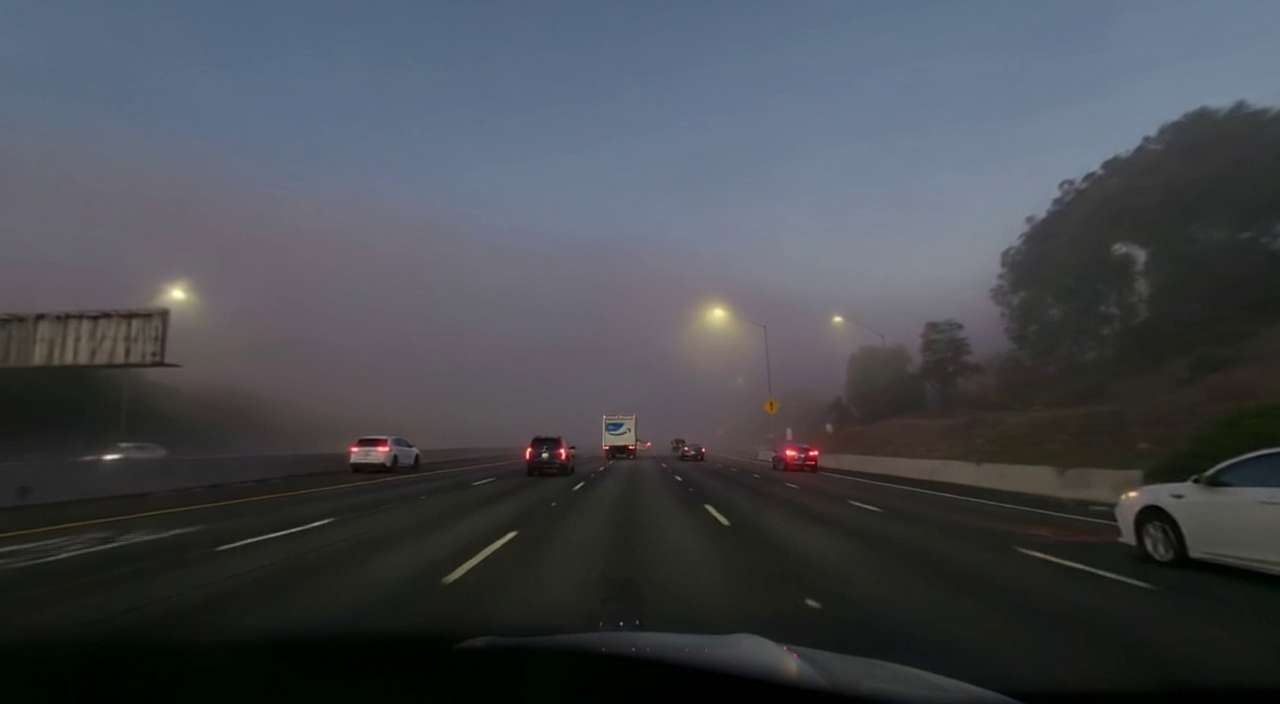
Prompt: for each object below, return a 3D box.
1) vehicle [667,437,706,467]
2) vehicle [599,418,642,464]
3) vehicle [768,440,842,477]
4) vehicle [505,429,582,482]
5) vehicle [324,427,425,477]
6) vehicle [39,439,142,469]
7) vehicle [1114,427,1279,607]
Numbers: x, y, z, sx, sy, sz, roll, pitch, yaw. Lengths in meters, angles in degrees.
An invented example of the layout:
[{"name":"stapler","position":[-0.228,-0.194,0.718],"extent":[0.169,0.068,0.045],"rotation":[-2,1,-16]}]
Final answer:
[{"name":"vehicle","position":[2.727,5.960,37.518],"extent":[2.067,1.654,3.985],"rotation":[0,-8,1]},{"name":"vehicle","position":[-1.182,5.842,41.096],"extent":[2.456,2.705,6.251],"rotation":[0,-8,1]},{"name":"vehicle","position":[7.212,4.710,28.077],"extent":[1.970,1.499,4.491],"rotation":[1,-8,-2]},{"name":"vehicle","position":[-3.380,3.731,22.923],"extent":[2.095,1.688,4.188],"rotation":[0,-8,1]},{"name":"vehicle","position":[-10.142,3.865,24.461],"extent":[2.023,1.739,4.229],"rotation":[0,-8,0]},{"name":"vehicle","position":[-32.696,6.073,37.658],"extent":[2.072,1.667,4.415],"rotation":[0,-8,1]},{"name":"vehicle","position":[6.371,1.313,4.775],"extent":[2.026,1.487,4.489],"rotation":[1,-8,-1]}]
